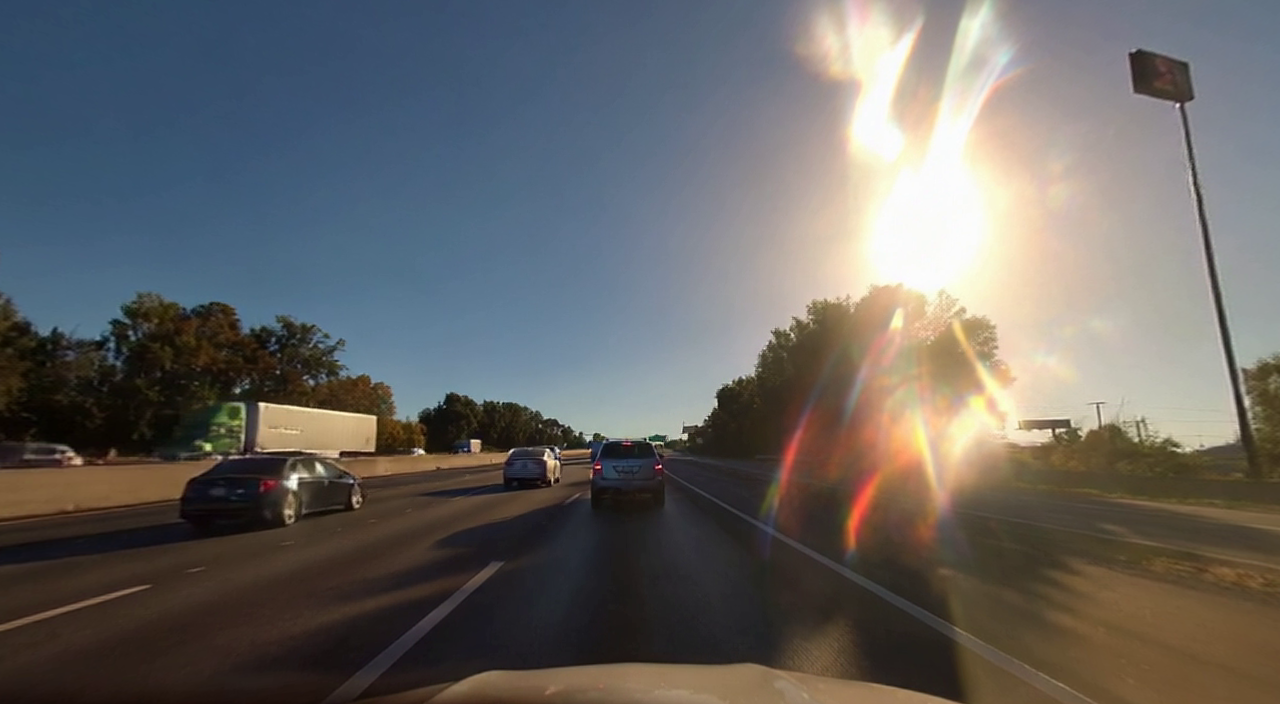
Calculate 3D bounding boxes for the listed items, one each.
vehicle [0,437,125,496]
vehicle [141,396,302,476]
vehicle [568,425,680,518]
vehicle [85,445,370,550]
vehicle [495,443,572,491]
[{"bbox_3d":[-18.833,3.462,19.353,1.859,1.624,4.863,0,-9,0],"label":"vehicle"},{"bbox_3d":[-22.905,4.771,35.332,3.063,3.879,8.695,0,-9,-1],"label":"vehicle"},{"bbox_3d":[-0.319,2.640,14.467,2.127,1.749,4.776,0,-9,0],"label":"vehicle"},{"bbox_3d":[-6.911,2.437,11.398,1.892,1.468,4.792,0,-9,0],"label":"vehicle"},{"bbox_3d":[-3.627,3.994,22.320,1.889,1.522,4.465,0,-9,1],"label":"vehicle"}]
